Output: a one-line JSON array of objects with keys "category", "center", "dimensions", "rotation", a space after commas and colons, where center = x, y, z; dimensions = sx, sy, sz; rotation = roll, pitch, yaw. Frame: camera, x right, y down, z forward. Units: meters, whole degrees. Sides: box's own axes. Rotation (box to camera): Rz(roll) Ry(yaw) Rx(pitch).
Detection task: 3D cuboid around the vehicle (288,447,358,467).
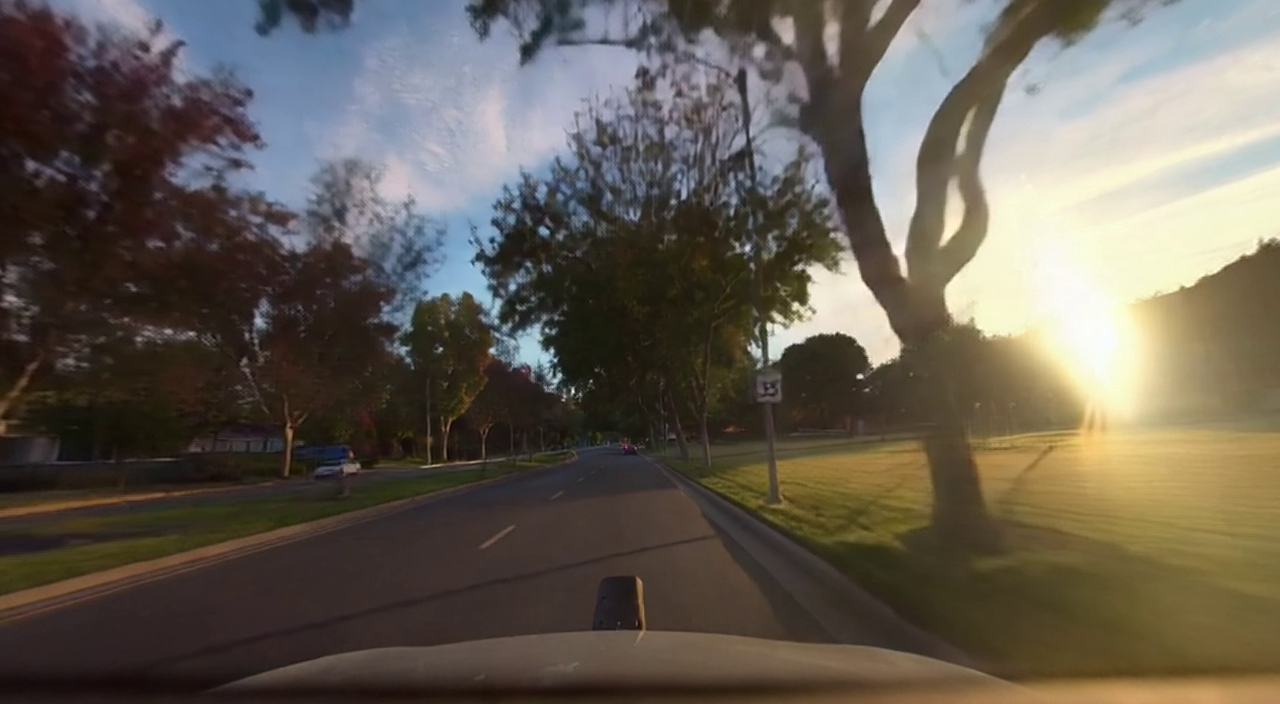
[{"category": "vehicle", "center": [-24.872, 8.252, 49.726], "dimensions": [4.440, 1.460, 1.819], "rotation": [0, -8, 0]}]
